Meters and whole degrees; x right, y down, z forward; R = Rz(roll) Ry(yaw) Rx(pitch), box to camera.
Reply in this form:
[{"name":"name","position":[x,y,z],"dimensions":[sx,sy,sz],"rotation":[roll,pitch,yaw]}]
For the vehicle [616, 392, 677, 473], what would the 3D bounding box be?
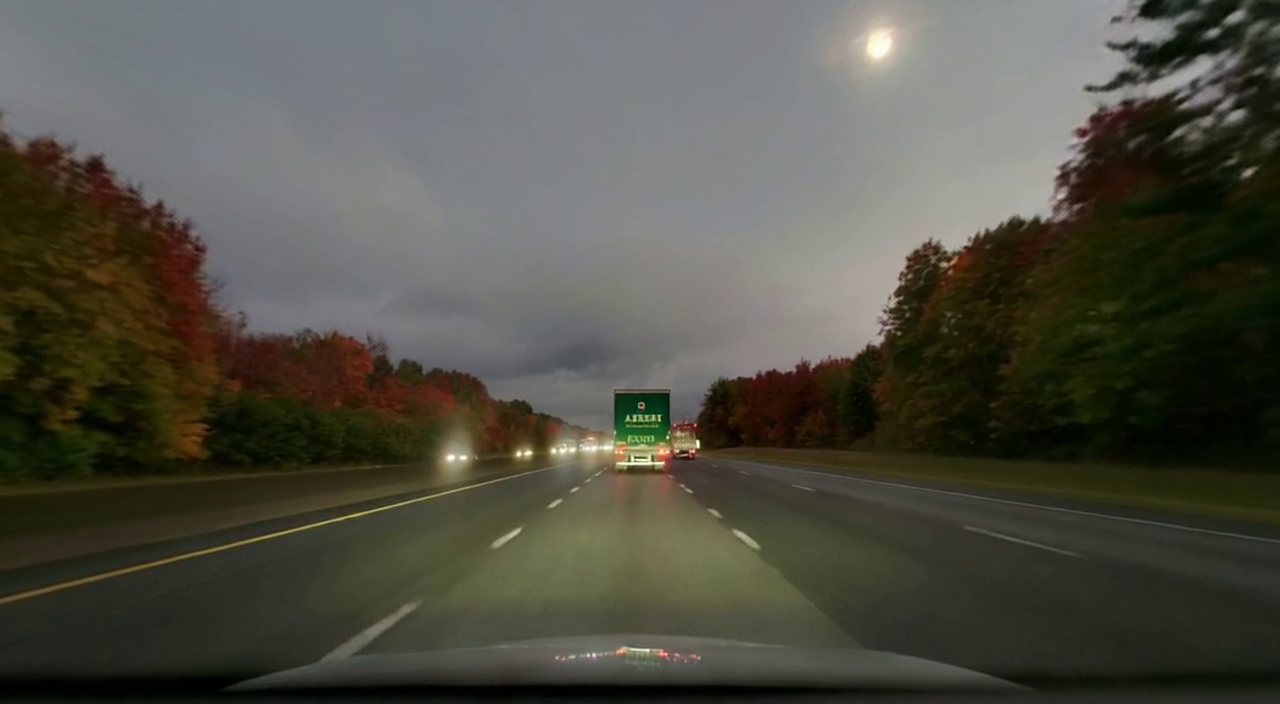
[{"name":"vehicle","position":[0.298,4.881,37.120],"dimensions":[3.057,4.073,10.792],"rotation":[0,-9,0]}]
